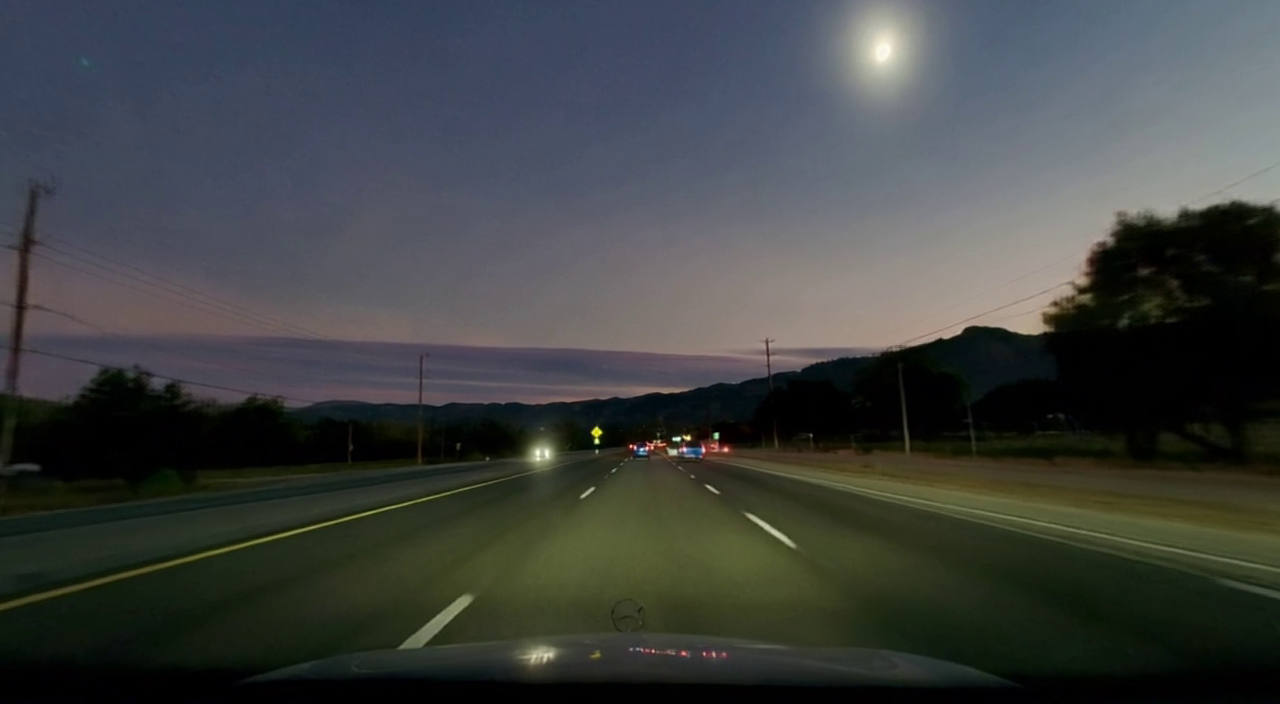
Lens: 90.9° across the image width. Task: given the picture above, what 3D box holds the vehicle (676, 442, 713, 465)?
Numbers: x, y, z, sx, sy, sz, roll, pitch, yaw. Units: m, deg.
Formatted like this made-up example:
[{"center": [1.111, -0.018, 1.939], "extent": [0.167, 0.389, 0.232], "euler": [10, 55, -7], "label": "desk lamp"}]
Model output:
[{"center": [3.682, 7.003, 43.703], "extent": [2.148, 1.538, 4.430], "euler": [0, -8, 0], "label": "vehicle"}]
